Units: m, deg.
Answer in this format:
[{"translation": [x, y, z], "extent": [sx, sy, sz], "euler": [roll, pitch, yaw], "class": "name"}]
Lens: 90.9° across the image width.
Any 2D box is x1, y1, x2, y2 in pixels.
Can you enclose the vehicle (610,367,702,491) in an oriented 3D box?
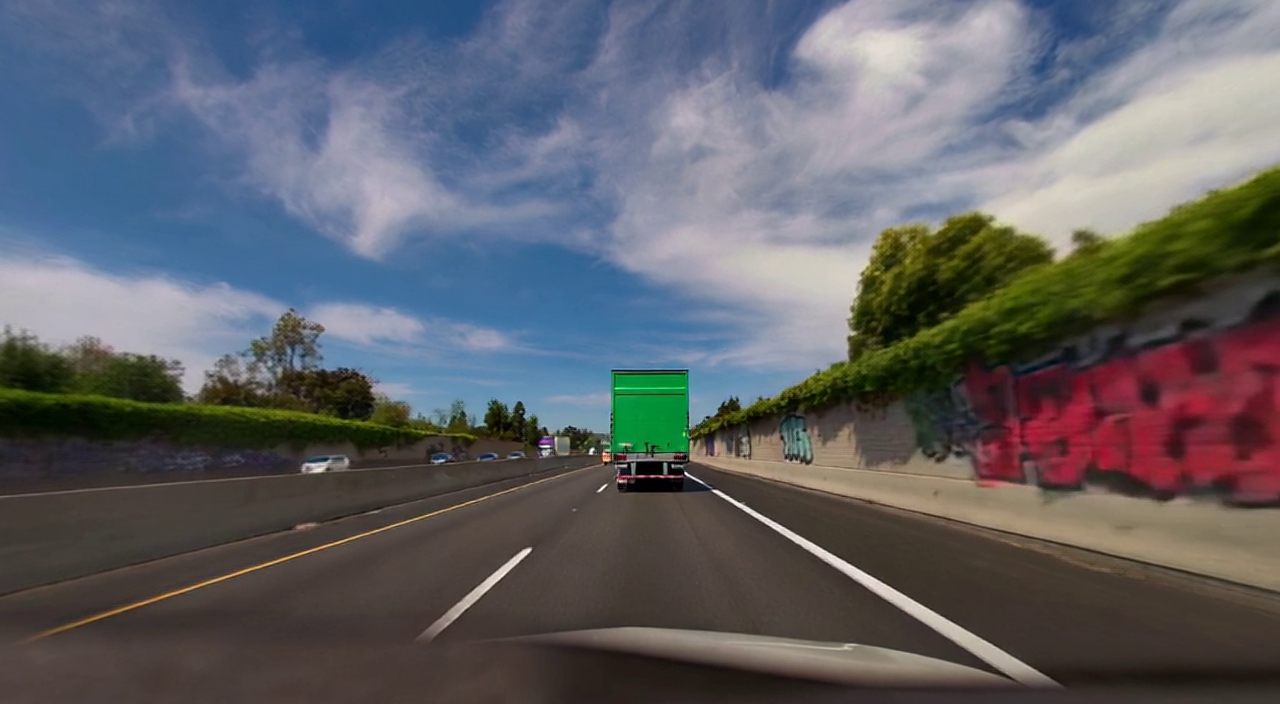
[{"translation": [0.409, 3.232, 25.169], "extent": [2.900, 3.955, 10.151], "euler": [0, -9, -1], "class": "vehicle"}]
